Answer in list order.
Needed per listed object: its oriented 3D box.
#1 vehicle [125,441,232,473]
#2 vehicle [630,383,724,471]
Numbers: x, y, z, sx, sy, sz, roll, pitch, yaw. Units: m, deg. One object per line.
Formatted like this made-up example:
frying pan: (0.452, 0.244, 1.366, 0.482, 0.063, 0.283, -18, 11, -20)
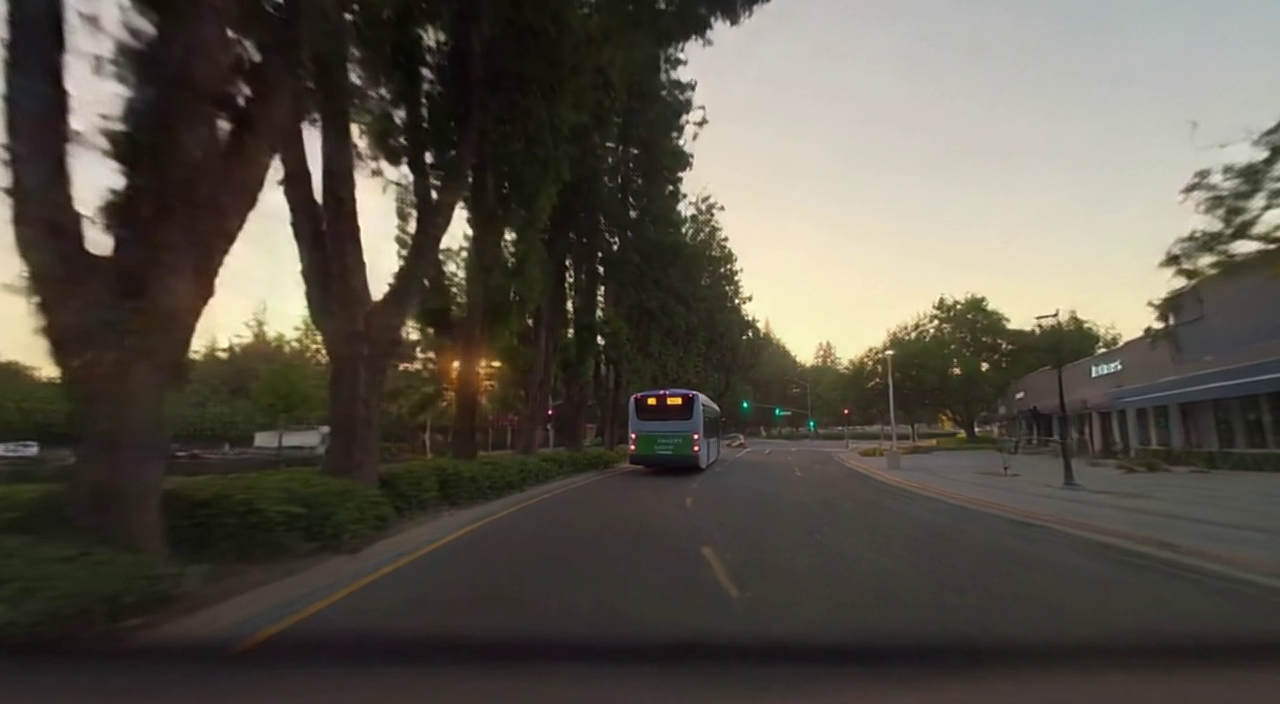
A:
vehicle: (-26.066, 5.935, 35.769, 1.798, 1.484, 4.546, -5, -7, 24)
vehicle: (2.119, 3.731, 30.078, 3.031, 3.429, 11.005, -2, -9, 11)
